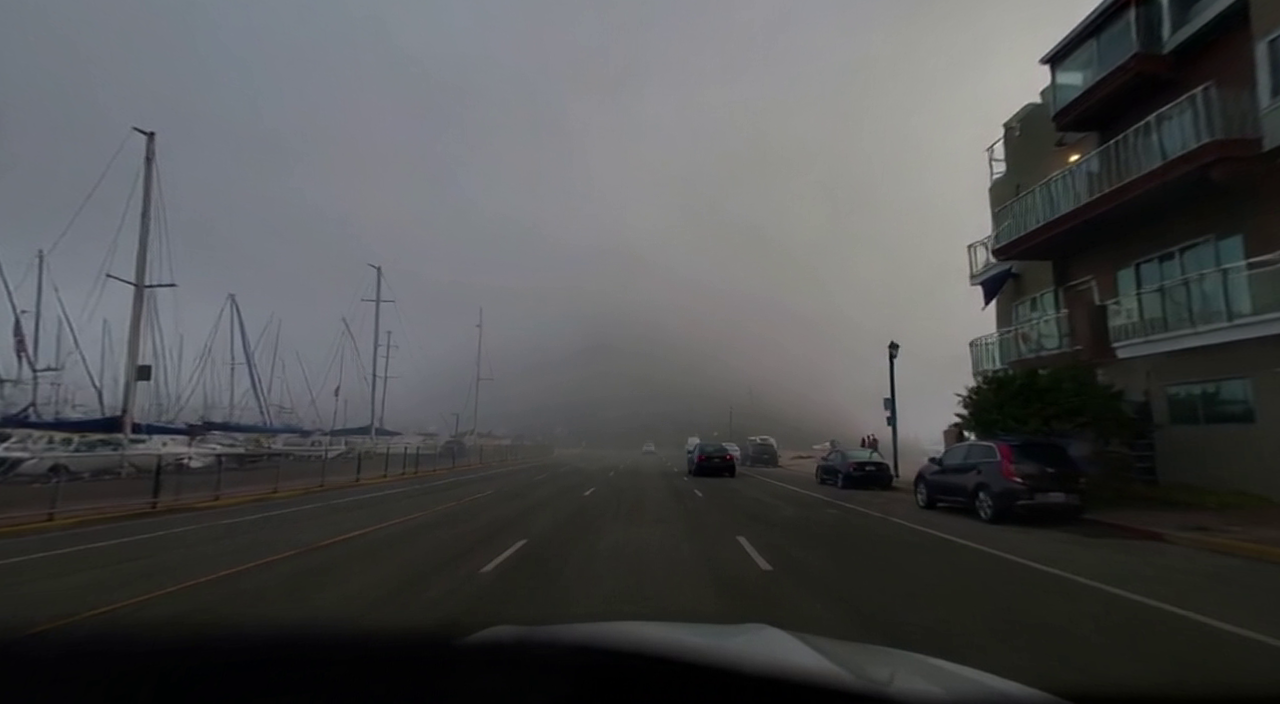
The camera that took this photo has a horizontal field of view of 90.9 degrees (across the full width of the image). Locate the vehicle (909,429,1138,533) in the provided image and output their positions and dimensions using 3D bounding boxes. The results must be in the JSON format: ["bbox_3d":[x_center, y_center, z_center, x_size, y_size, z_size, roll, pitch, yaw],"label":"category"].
[{"bbox_3d":[7.442,2.525,12.948,1.901,1.726,4.517,0,-9,1],"label":"vehicle"}]

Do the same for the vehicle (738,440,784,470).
[{"bbox_3d":[7.600,6.532,40.107,2.029,1.750,4.825,0,-9,1],"label":"vehicle"}]

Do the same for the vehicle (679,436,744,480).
[{"bbox_3d":[2.809,4.284,25.653,2.047,1.640,4.051,0,-9,-1],"label":"vehicle"}]

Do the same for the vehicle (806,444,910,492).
[{"bbox_3d":[7.571,4.068,22.446,2.112,1.514,4.371,0,-9,0],"label":"vehicle"}]
